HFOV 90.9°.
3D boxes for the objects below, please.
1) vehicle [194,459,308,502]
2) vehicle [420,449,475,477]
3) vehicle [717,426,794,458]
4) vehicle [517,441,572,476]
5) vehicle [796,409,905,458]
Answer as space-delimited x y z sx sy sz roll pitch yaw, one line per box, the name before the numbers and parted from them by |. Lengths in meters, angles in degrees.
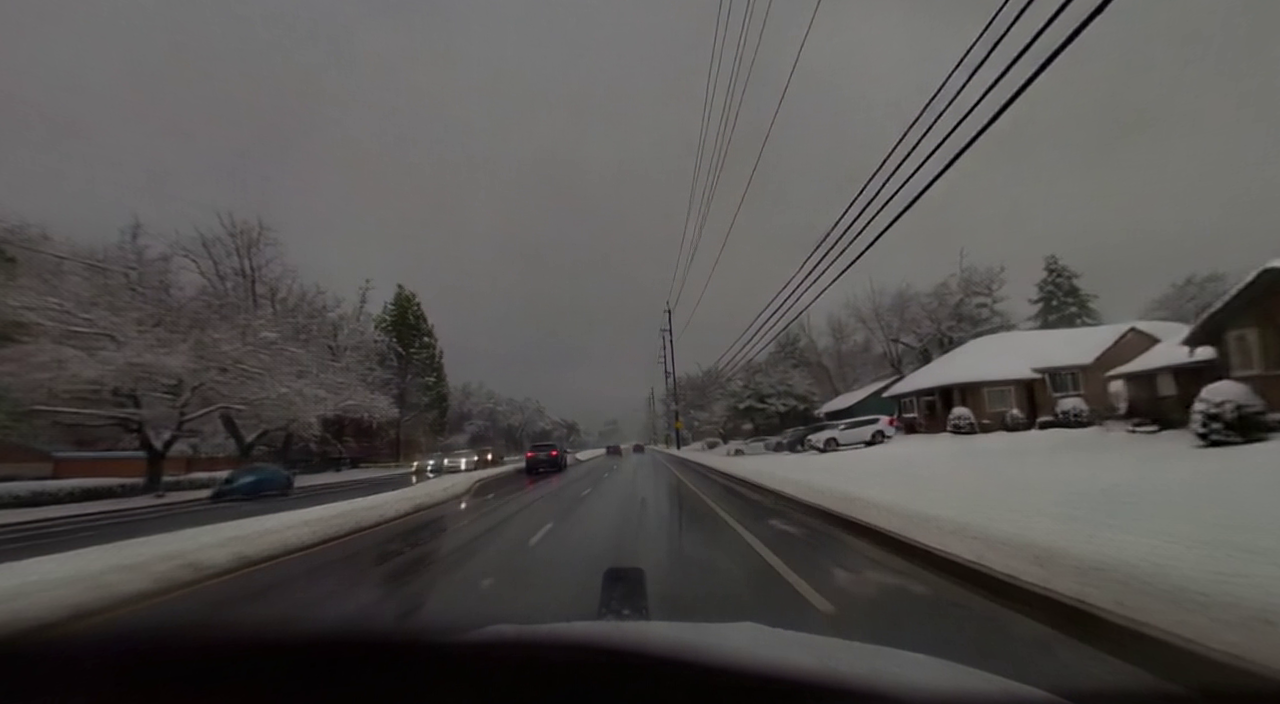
vehicle | -15.980 5.261 26.217 1.890 1.490 4.494 -1 -8 0
vehicle | -11.203 6.448 36.933 2.048 1.481 4.543 0 -8 -4
vehicle | 8.238 6.467 45.261 4.840 1.583 2.324 -8 -9 -3
vehicle | -4.369 4.953 29.504 2.084 1.466 4.522 0 -8 -3
vehicle | 10.786 4.249 32.601 4.610 1.853 2.265 -7 -9 -3
